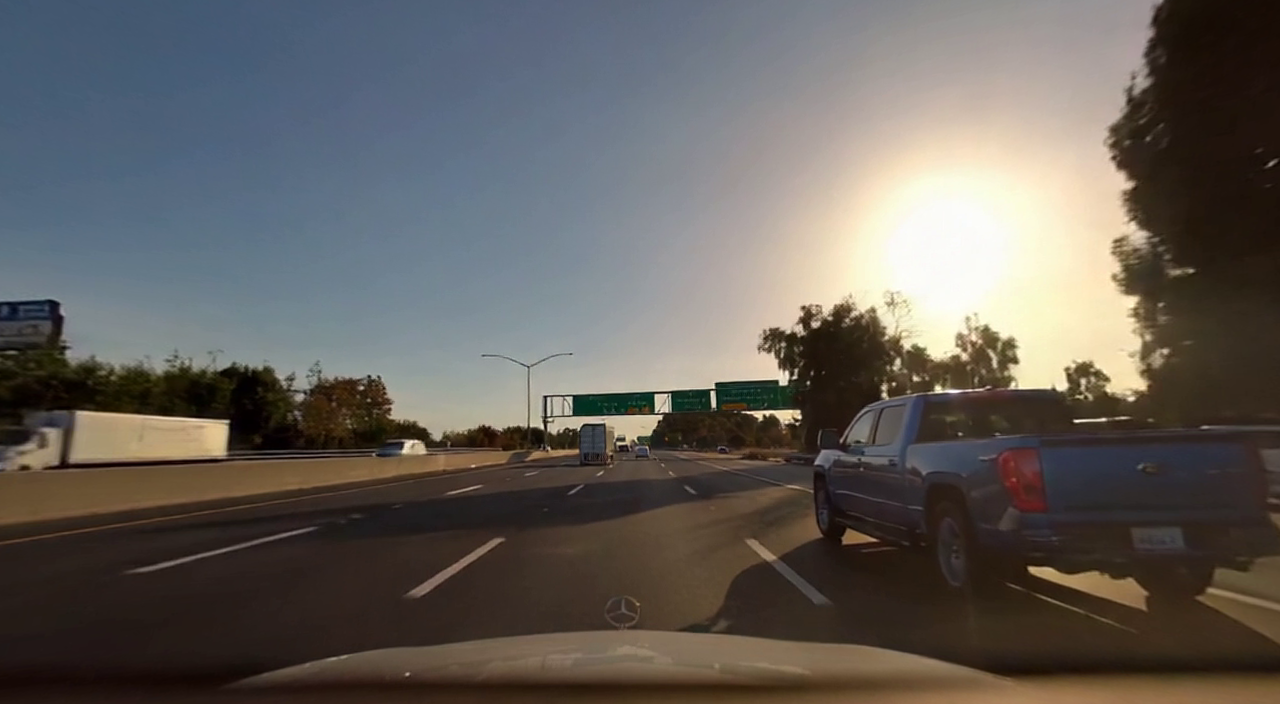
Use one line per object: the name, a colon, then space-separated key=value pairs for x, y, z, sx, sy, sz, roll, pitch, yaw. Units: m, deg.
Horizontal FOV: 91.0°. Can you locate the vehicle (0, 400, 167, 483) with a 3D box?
vehicle: x=-28.979 y=4.544 z=31.593 sx=3.075 sy=3.542 sz=9.318 roll=0 pitch=-9 yaw=1

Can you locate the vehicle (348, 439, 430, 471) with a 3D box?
vehicle: x=-16.276 y=6.714 z=41.322 sx=2.727 sy=1.919 sz=6.128 roll=0 pitch=-9 yaw=1

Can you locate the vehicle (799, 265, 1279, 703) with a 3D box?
vehicle: x=3.607 y=1.080 z=5.940 sx=2.593 sy=2.110 sz=6.016 roll=0 pitch=-9 yaw=0
